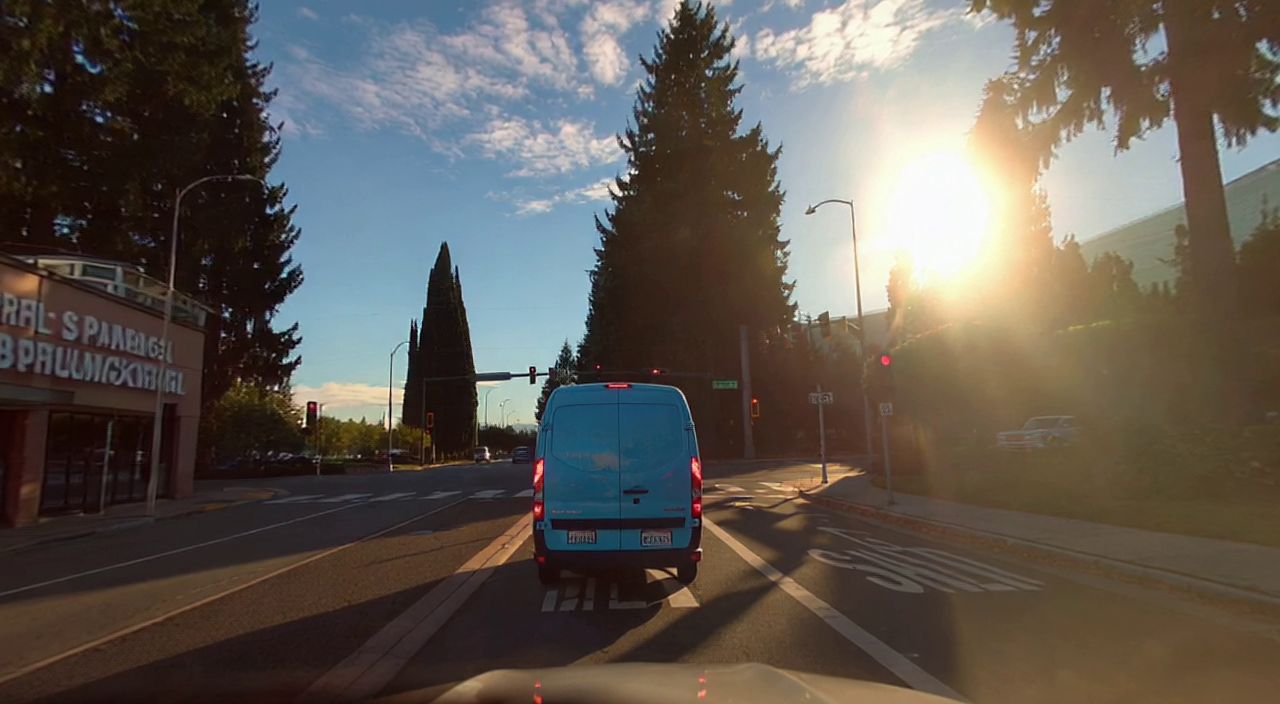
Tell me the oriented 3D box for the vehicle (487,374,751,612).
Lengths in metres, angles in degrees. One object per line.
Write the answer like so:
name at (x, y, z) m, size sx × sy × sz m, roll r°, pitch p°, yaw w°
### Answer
vehicle at (-0.297, 1.462, 7.290) m, size 2.181 × 1.949 × 3.932 m, roll 1°, pitch -9°, yaw -4°
